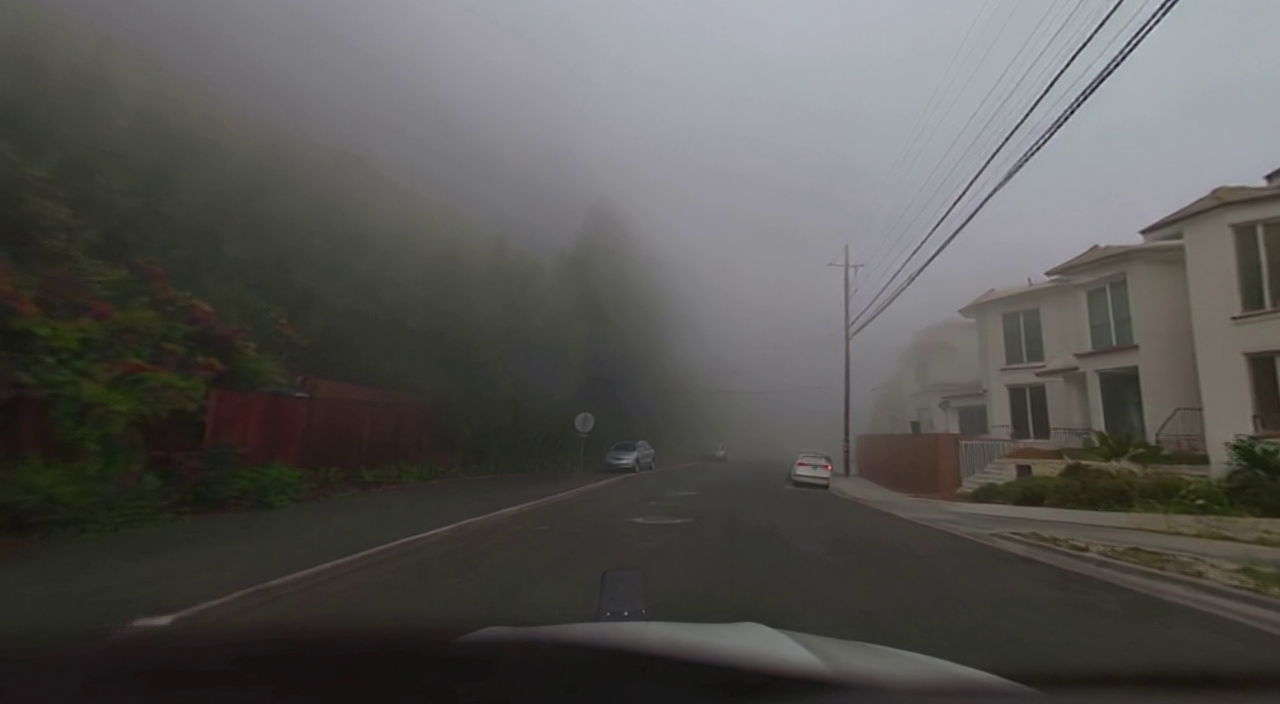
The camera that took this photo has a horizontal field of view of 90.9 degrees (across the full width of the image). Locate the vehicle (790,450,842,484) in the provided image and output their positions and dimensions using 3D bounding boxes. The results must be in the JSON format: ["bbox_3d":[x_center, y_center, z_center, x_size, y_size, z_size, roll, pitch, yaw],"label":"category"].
[{"bbox_3d":[8.587,5.614,31.137,2.151,1.468,5.066,-2,-9,12],"label":"vehicle"}]
